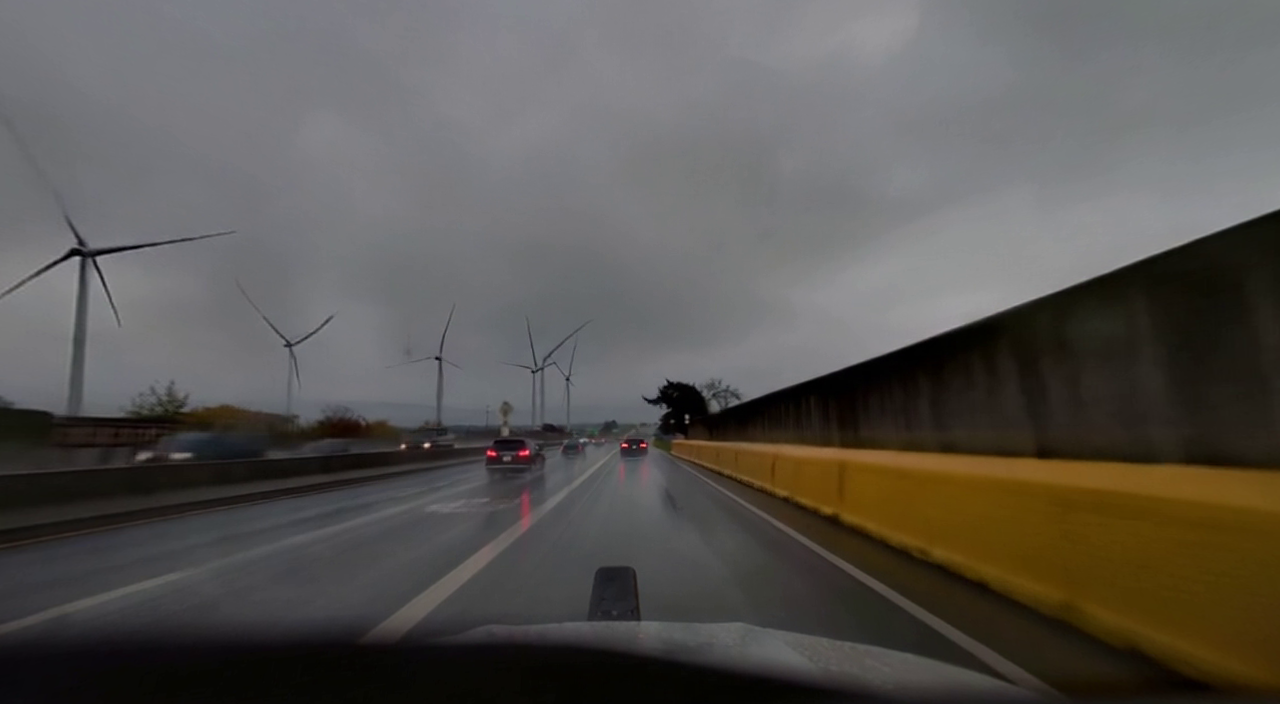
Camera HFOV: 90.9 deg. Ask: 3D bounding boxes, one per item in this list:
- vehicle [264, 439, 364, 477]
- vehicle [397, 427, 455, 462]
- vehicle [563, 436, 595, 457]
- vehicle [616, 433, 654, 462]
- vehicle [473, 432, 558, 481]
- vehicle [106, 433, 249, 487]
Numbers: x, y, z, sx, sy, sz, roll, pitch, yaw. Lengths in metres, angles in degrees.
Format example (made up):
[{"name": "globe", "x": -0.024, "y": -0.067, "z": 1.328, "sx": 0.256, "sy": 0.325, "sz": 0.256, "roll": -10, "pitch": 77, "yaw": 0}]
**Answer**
[{"name": "vehicle", "x": -13.687, "y": 4.442, "z": 26.740, "sx": 2.102, "sy": 1.424, "sz": 4.011, "roll": 0, "pitch": -8, "yaw": -1}, {"name": "vehicle", "x": -13.917, "y": 6.024, "z": 41.260, "sx": 2.055, "sy": 2.120, "sz": 5.013, "roll": 0, "pitch": -8, "yaw": 0}, {"name": "vehicle", "x": -4.454, "y": 6.923, "z": 46.416, "sx": 2.059, "sy": 1.436, "sz": 3.802, "roll": 0, "pitch": -8, "yaw": -1}, {"name": "vehicle", "x": -0.287, "y": 5.299, "z": 35.153, "sx": 2.027, "sy": 1.550, "sz": 3.607, "roll": 0, "pitch": -8, "yaw": -1}, {"name": "vehicle", "x": -4.144, "y": 3.548, "z": 21.822, "sx": 1.998, "sy": 1.468, "sz": 4.635, "roll": 0, "pitch": -8, "yaw": 0}, {"name": "vehicle", "x": -17.955, "y": 4.162, "z": 24.840, "sx": 2.109, "sy": 1.898, "sz": 4.672, "roll": 0, "pitch": -8, "yaw": -1}]
